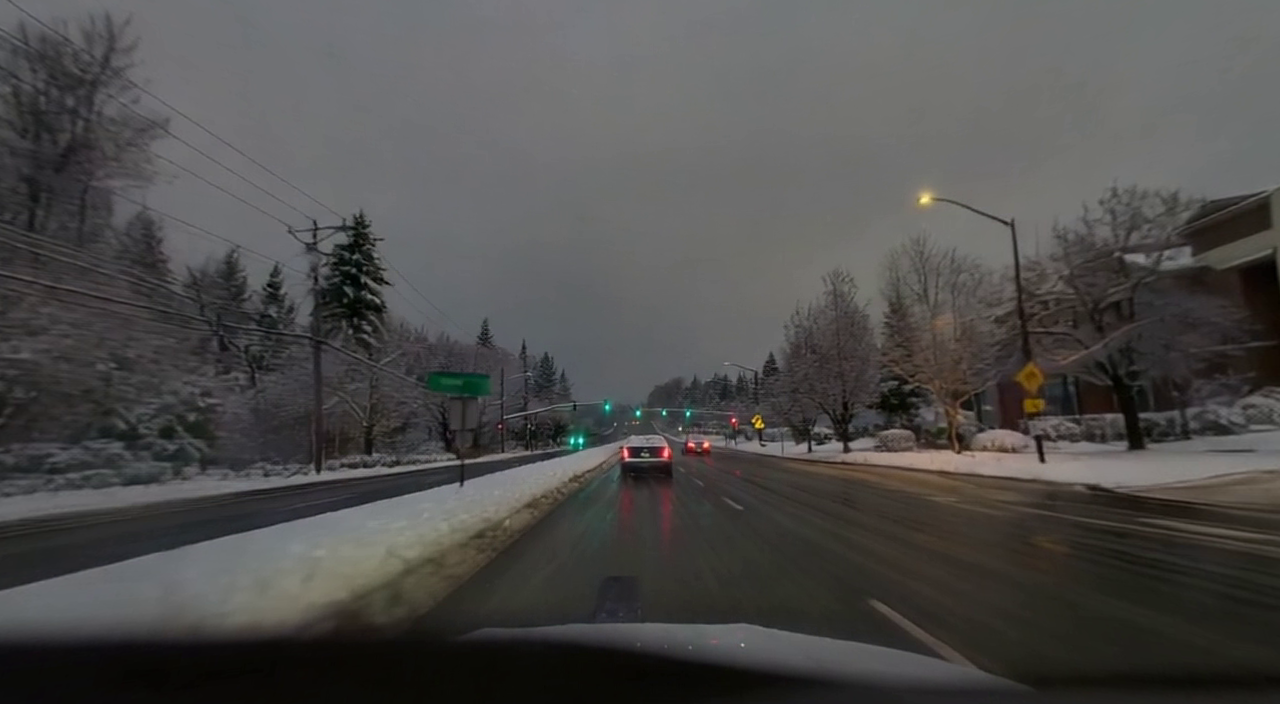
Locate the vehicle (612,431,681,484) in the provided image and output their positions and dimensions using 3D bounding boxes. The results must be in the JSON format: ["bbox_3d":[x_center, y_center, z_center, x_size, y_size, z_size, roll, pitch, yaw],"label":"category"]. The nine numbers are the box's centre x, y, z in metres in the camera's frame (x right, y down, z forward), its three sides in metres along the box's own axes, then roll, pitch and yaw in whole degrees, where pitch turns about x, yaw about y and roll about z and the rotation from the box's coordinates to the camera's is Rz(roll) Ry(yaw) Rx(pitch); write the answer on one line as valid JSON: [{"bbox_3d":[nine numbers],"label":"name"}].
[{"bbox_3d":[0.174,3.623,21.948,2.181,1.639,4.127,0,-9,-1],"label":"vehicle"}]

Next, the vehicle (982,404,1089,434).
[{"bbox_3d":[22.567,3.861,36.155,4.738,1.593,2.123,0,-8,-6],"label":"vehicle"}]

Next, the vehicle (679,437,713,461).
[{"bbox_3d":[3.993,7.000,45.601,1.987,1.613,4.081,0,-9,-2],"label":"vehicle"}]
